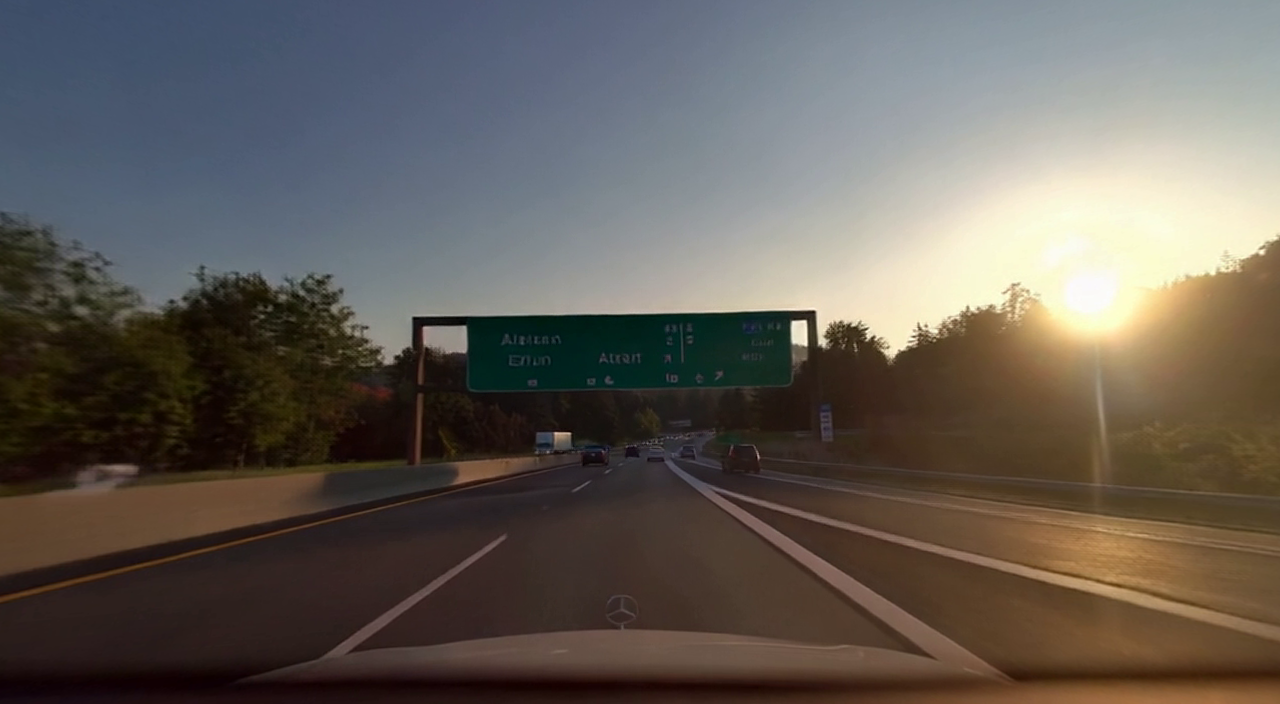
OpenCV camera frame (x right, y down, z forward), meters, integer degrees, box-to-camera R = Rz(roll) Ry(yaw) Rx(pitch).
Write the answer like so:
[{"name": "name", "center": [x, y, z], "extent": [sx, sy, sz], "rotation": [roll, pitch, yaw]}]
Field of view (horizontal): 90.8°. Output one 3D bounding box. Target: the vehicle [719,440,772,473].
[{"name": "vehicle", "center": [5.601, 5.599, 34.049], "extent": [2.021, 1.639, 4.203], "rotation": [0, -9, -2]}]

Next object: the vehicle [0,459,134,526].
[{"name": "vehicle", "center": [-15.850, 3.577, 16.368], "extent": [1.861, 1.466, 4.266], "rotation": [0, -9, 0]}]

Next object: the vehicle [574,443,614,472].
[{"name": "vehicle", "center": [-2.763, 6.456, 38.824], "extent": [2.037, 1.638, 4.274], "rotation": [0, -9, 1]}]
